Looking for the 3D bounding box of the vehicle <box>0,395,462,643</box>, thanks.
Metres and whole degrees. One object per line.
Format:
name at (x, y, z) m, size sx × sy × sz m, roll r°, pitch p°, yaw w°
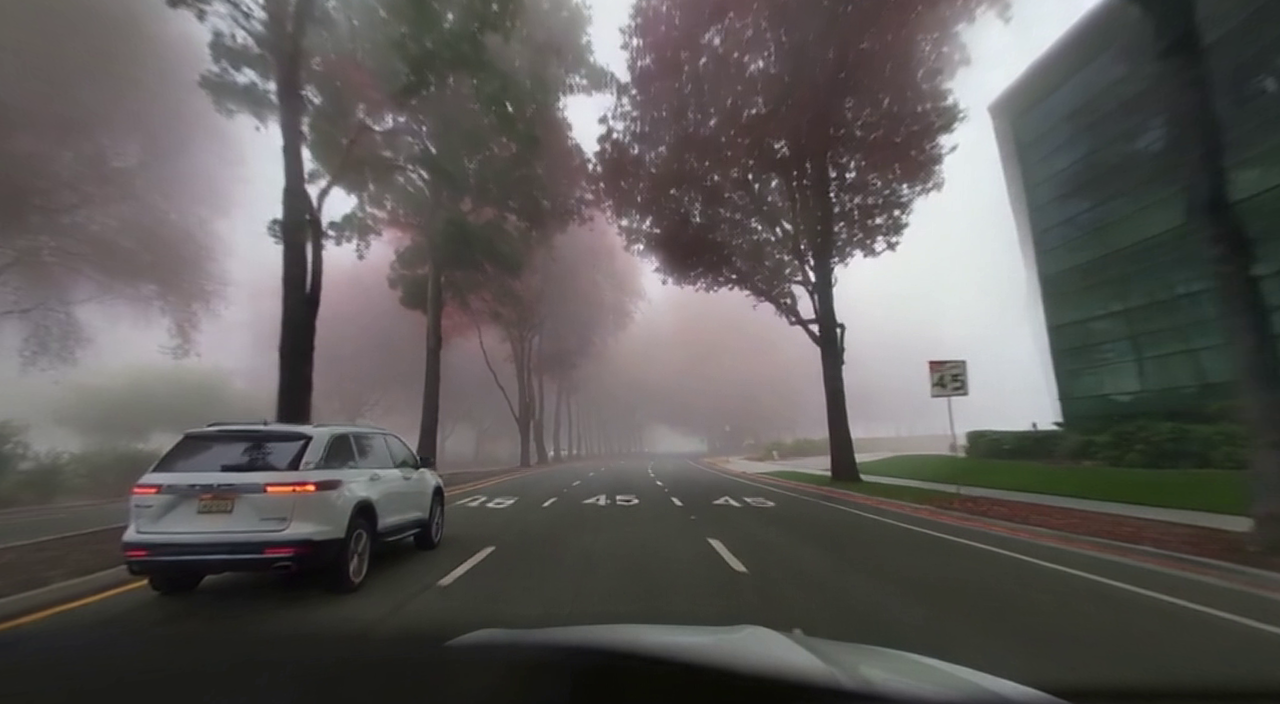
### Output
vehicle at (-3.584, 1.508, 6.738) m, size 2.067 × 1.700 × 4.561 m, roll 0°, pitch -9°, yaw -1°
